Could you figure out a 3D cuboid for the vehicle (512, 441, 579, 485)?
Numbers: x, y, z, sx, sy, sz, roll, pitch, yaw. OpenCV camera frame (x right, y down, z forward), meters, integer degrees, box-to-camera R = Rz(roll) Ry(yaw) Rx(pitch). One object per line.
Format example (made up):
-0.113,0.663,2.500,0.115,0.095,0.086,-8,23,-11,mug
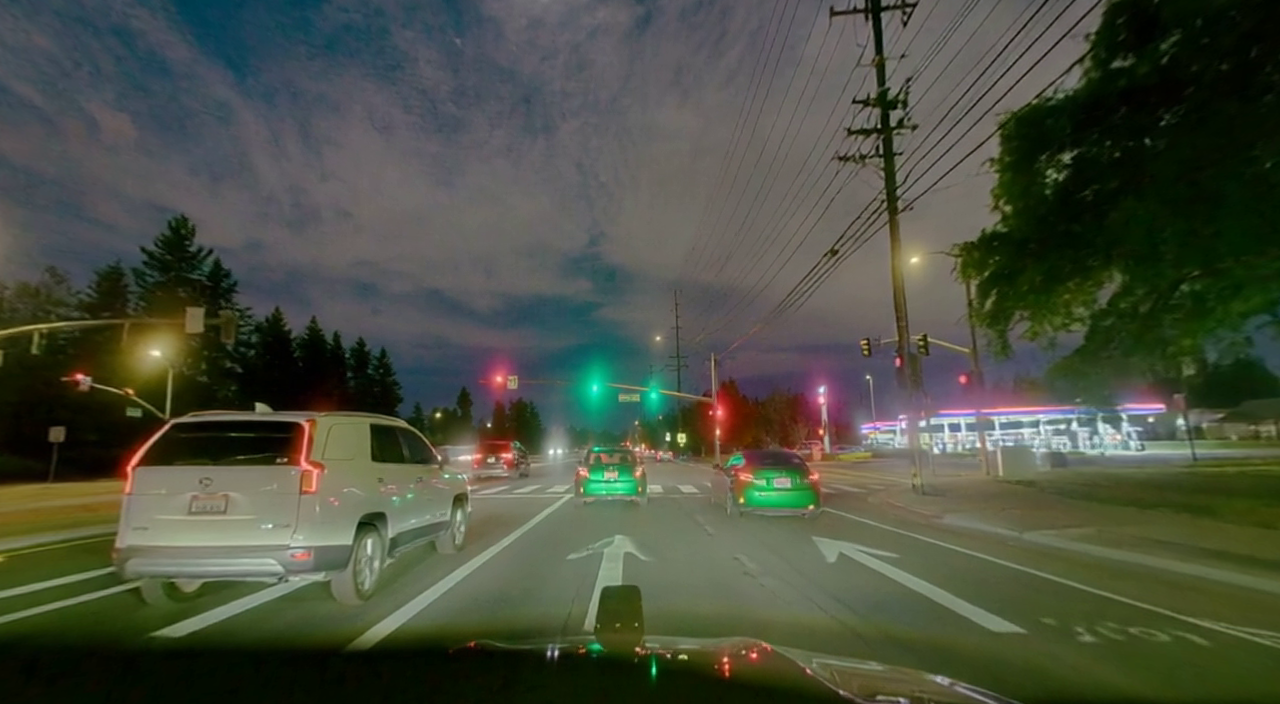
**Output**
-3.540,4.231,24.448,1.953,1.530,4.335,0,-8,0,vehicle

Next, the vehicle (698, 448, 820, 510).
2.759,3.060,15.792,2.065,1.302,4.416,0,-8,-2,vehicle

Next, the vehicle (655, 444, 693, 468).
2.230,6.934,42.342,2.069,1.464,4.599,0,-8,-2,vehicle

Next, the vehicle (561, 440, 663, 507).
-0.670,2.931,15.755,2.189,1.437,4.135,0,-8,-2,vehicle

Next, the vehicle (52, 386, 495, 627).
-3.041,1.388,6.669,1.922,1.642,4.547,0,-8,0,vehicle
